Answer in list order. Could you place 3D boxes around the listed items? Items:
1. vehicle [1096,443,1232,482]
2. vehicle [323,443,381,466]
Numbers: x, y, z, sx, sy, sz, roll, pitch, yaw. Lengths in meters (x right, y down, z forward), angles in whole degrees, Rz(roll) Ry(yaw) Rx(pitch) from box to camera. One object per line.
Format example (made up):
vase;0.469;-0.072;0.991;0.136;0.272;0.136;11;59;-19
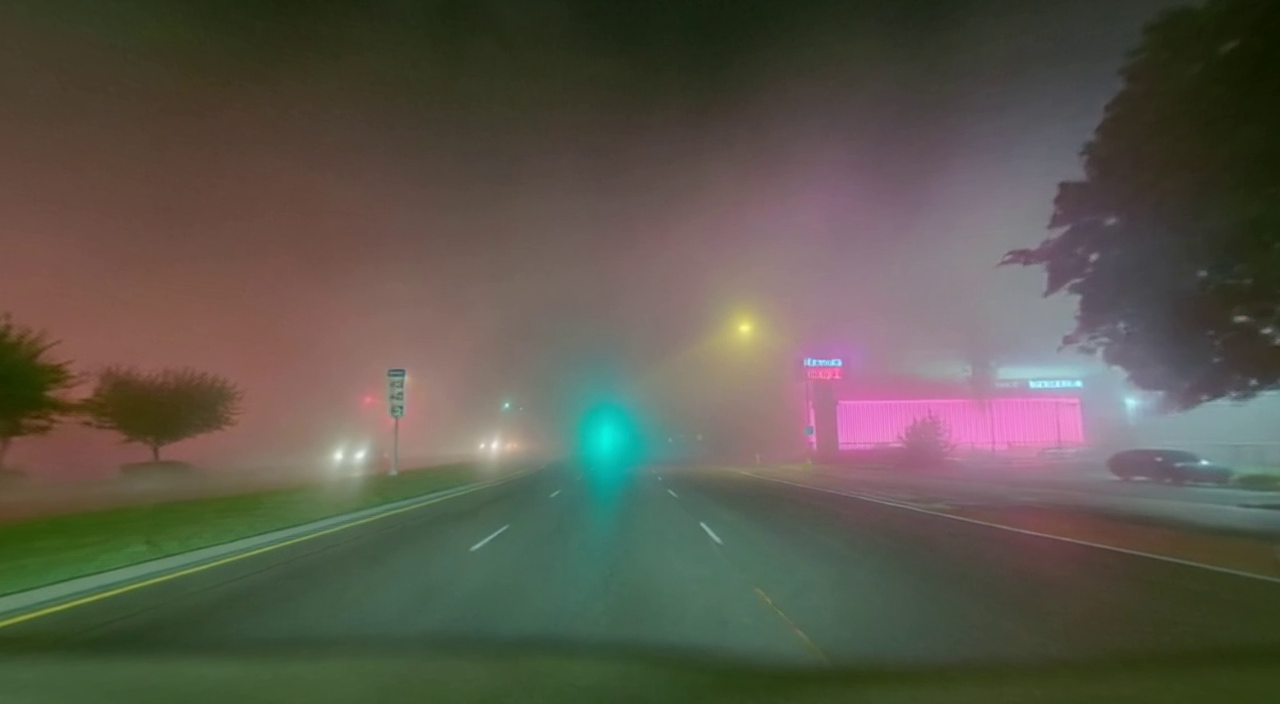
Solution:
vehicle;19.494;4.113;23.556;3.492;1.379;1.734;0;-9;-2
vehicle;-19.224;6.850;42.339;1.859;1.443;4.466;0;-8;-1
